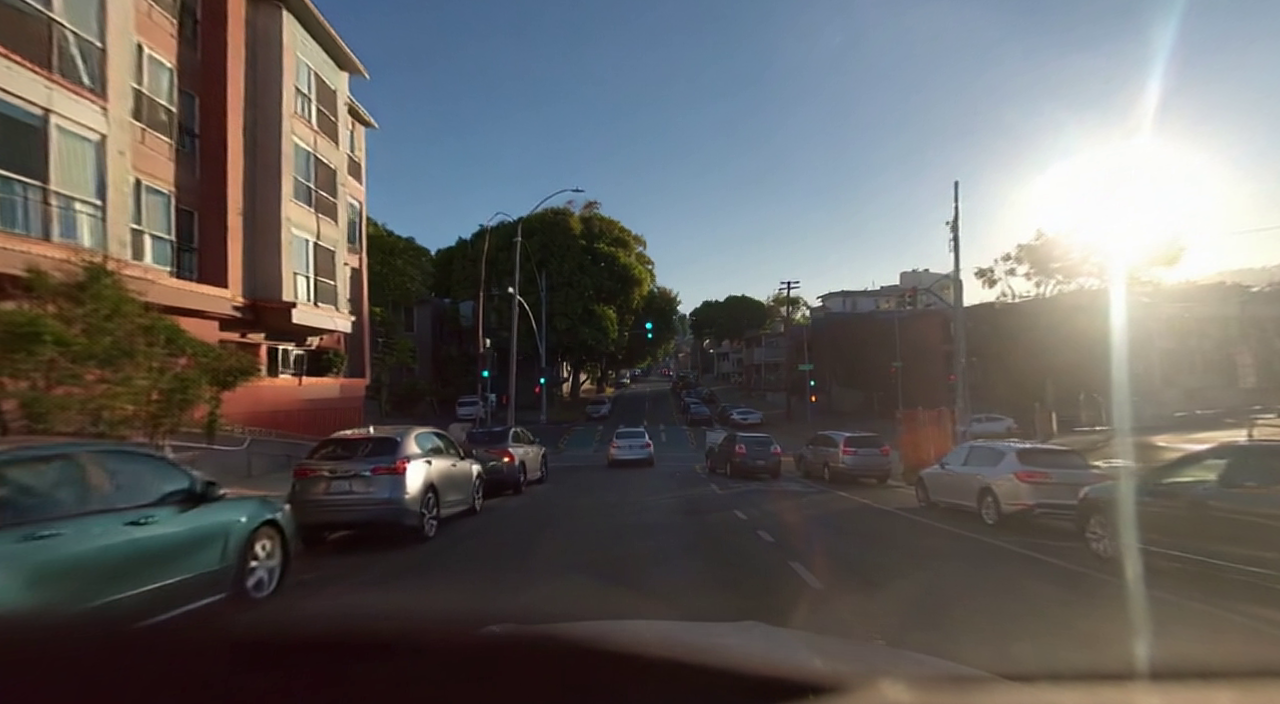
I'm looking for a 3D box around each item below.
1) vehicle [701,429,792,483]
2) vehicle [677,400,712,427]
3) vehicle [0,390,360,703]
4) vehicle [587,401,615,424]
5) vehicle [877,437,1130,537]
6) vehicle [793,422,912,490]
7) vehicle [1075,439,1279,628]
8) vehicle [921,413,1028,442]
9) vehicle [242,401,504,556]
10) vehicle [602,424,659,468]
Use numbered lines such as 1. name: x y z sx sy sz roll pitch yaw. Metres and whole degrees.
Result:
1. vehicle: 3.152 3.178 19.633 2.055 1.450 4.676 0 -8 0
2. vehicle: 3.751 4.340 44.137 2.093 1.655 4.327 0 -8 1
3. vehicle: -3.525 1.037 3.471 1.869 1.491 4.458 0 -8 1
4. vehicle: -2.882 4.581 47.310 1.878 1.521 3.697 0 -8 -1
5. vehicle: 6.155 2.289 11.460 1.962 1.438 4.440 0 -8 0
6. vehicle: 6.132 3.044 18.823 1.999 1.752 4.502 0 -8 1
7. vehicle: 6.056 1.454 5.124 1.938 1.487 4.371 0 -8 1
8. vehicle: 18.396 4.201 34.818 4.738 1.537 1.960 -1 -8 2
9. vehicle: -3.449 1.713 9.261 1.922 1.704 4.398 0 -8 0
10. vehicle: -0.292 3.456 23.312 1.923 1.460 3.923 0 -8 1
